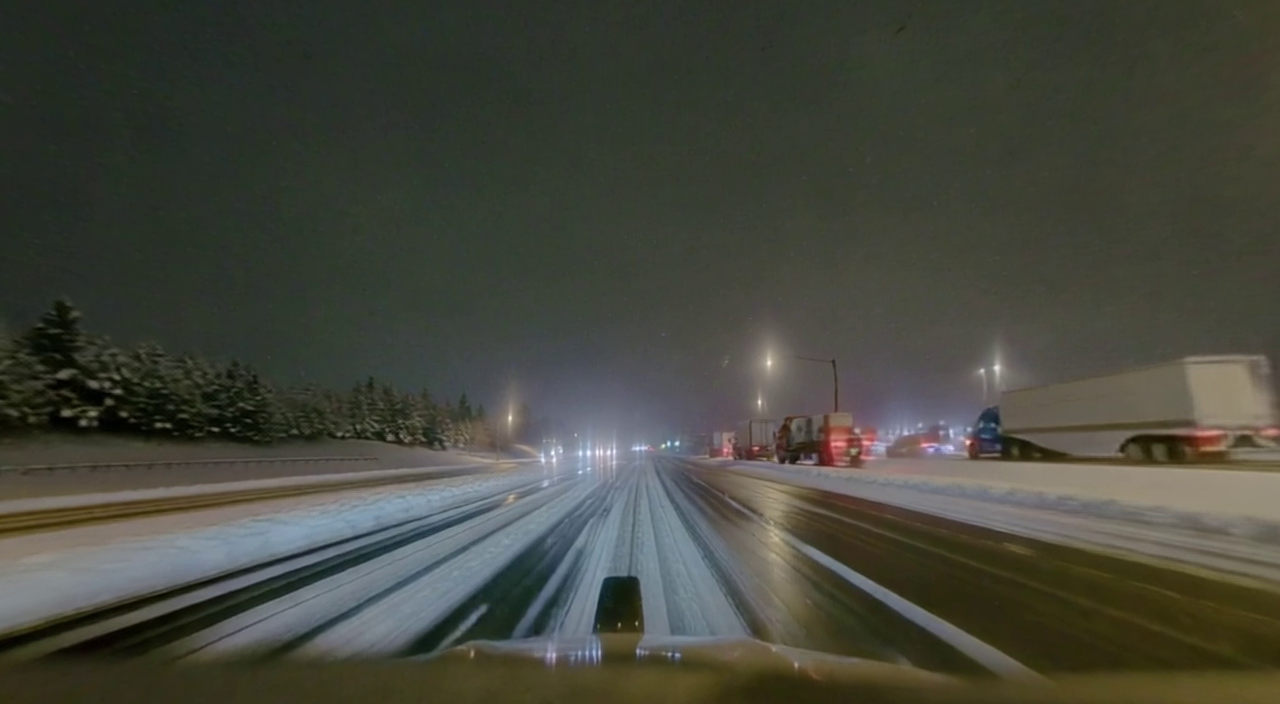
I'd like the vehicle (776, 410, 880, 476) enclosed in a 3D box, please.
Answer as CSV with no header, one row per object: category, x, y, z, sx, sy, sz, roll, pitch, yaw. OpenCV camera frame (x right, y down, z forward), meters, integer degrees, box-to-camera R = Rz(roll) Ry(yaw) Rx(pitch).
vehicle,11.448,5.847,39.909,2.741,3.505,12.591,0,-9,0

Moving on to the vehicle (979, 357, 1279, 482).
vehicle,20.952,3.404,28.715,2.849,4.148,14.184,-3,-9,0
